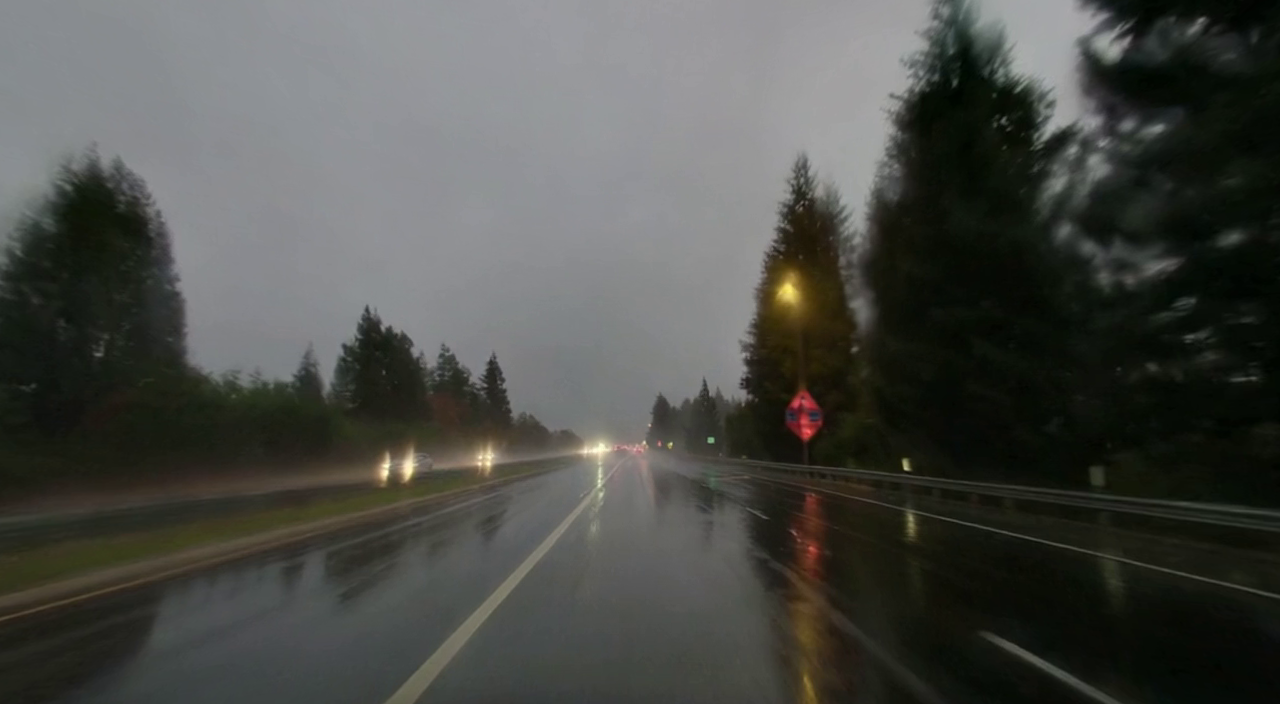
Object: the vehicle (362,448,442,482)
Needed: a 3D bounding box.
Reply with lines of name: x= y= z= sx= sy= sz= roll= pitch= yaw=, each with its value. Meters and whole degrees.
vehicle: x=-11.295 y=5.384 z=30.399 sx=2.087 sy=1.455 sz=4.585 roll=0 pitch=-9 yaw=0
